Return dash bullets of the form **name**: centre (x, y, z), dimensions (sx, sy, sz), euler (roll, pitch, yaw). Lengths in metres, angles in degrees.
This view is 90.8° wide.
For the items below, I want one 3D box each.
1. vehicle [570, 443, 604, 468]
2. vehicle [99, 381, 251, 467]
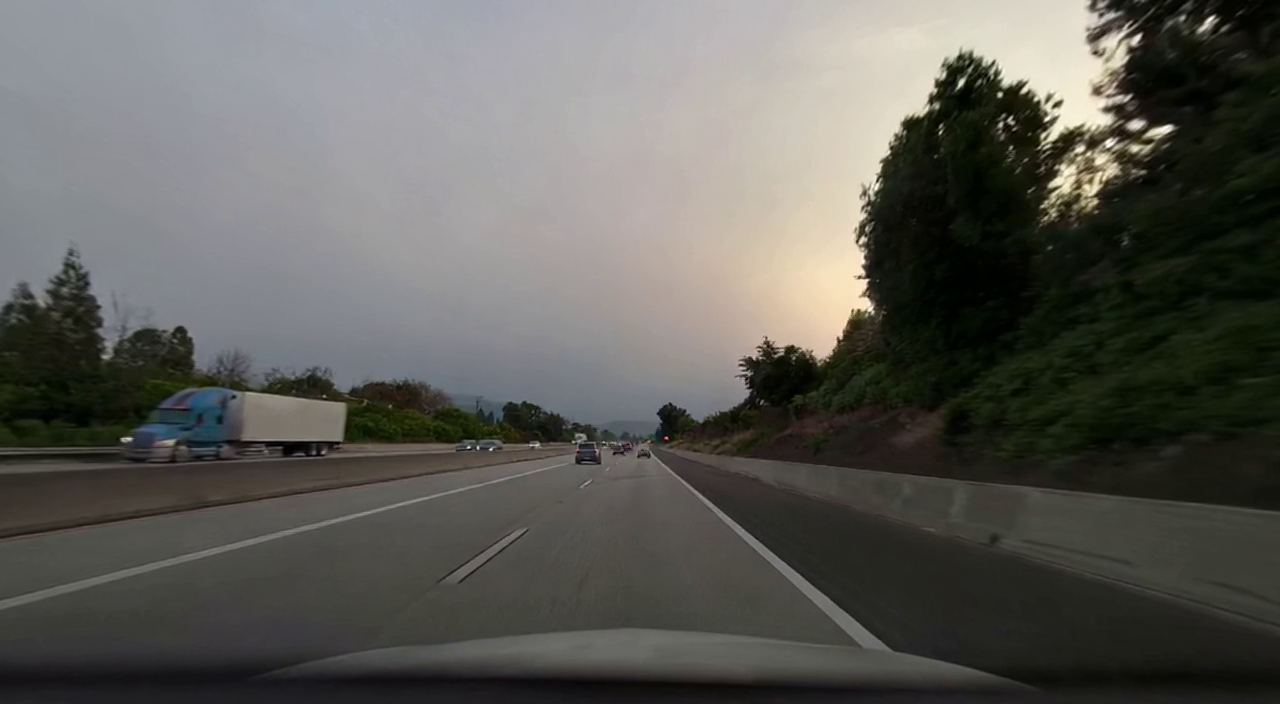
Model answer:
- **vehicle**: centre (-3.513, 6.909, 42.139), dimensions (1.921, 1.536, 3.920), euler (0, -9, 0)
- **vehicle**: centre (-23.124, 3.738, 31.891), dimensions (2.999, 3.954, 5.878), euler (0, -9, 0)
